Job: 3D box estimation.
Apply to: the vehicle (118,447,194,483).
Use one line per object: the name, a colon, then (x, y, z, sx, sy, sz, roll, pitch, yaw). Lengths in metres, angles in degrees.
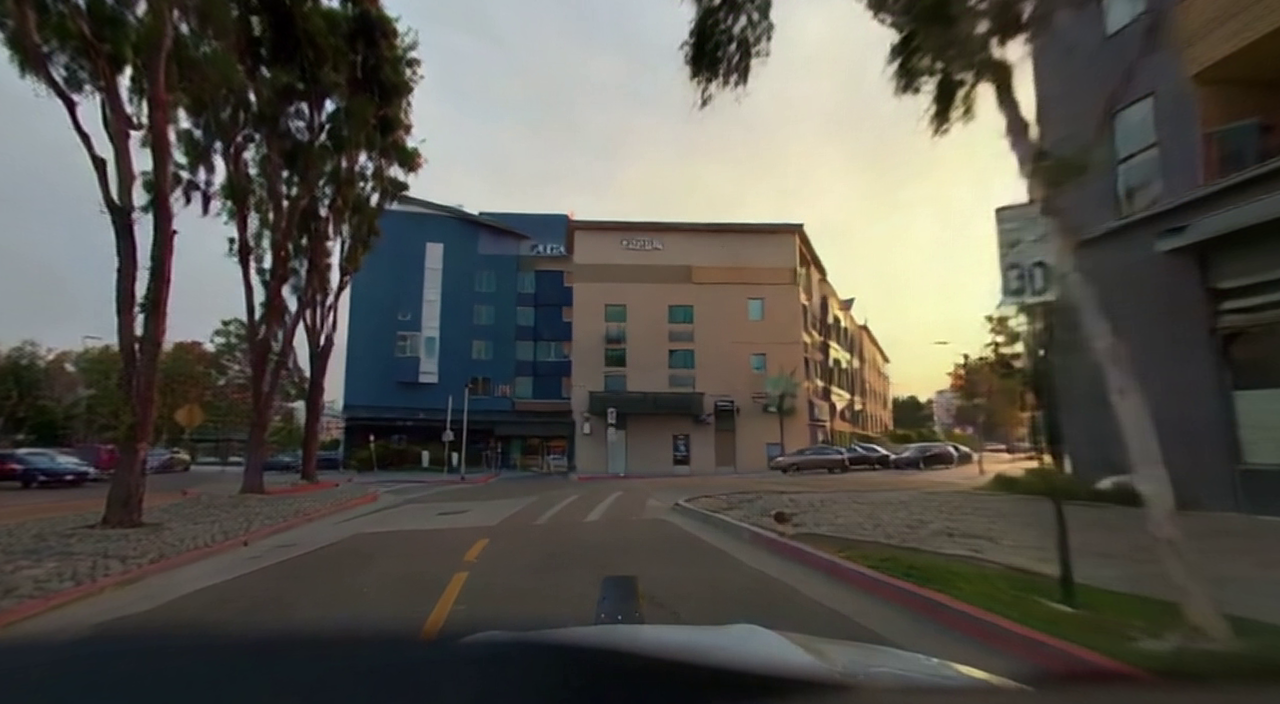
vehicle: (-29.667, 6.912, 38.745, 1.870, 1.563, 4.039, 13, -8, -11)

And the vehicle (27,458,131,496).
vehicle: (-25.883, 5.792, 29.221, 1.675, 1.587, 3.980, 0, -11, -11)
